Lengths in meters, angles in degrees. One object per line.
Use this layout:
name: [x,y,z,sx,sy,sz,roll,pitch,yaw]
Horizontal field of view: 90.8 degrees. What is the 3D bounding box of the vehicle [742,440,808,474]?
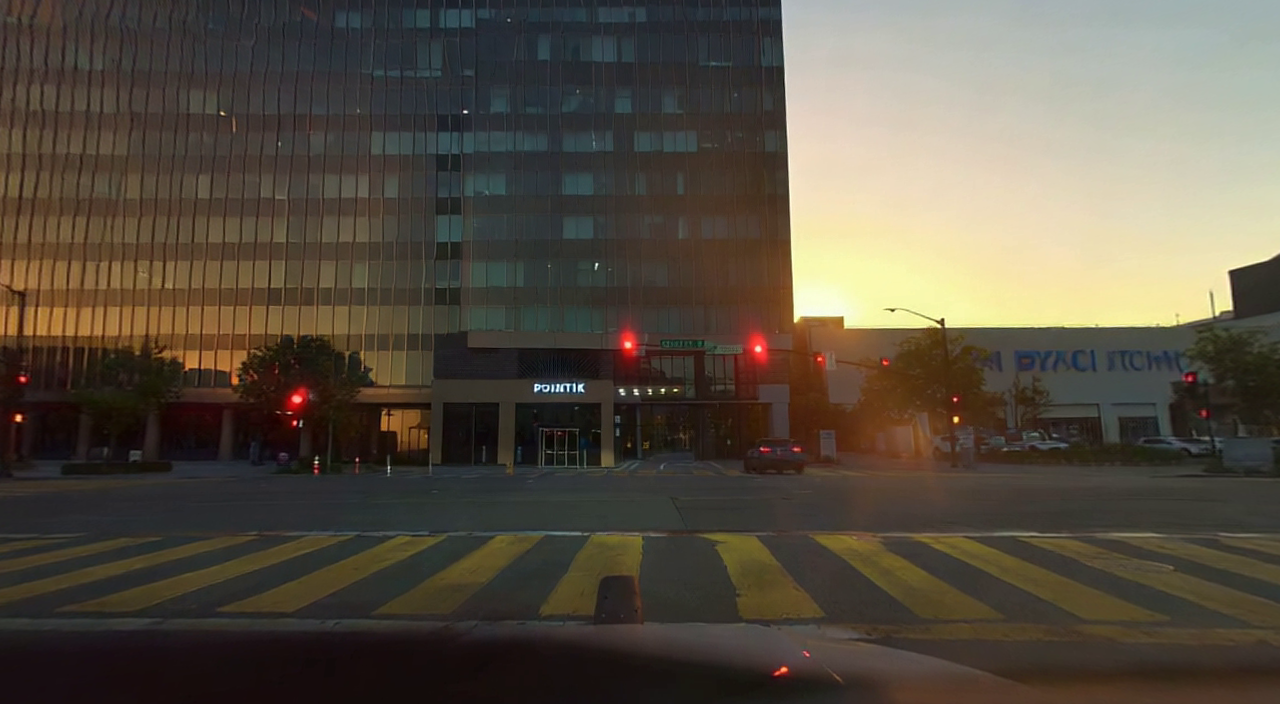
vehicle: [6.290,4.955,29.940,1.988,1.466,4.529,0,-8,-2]
